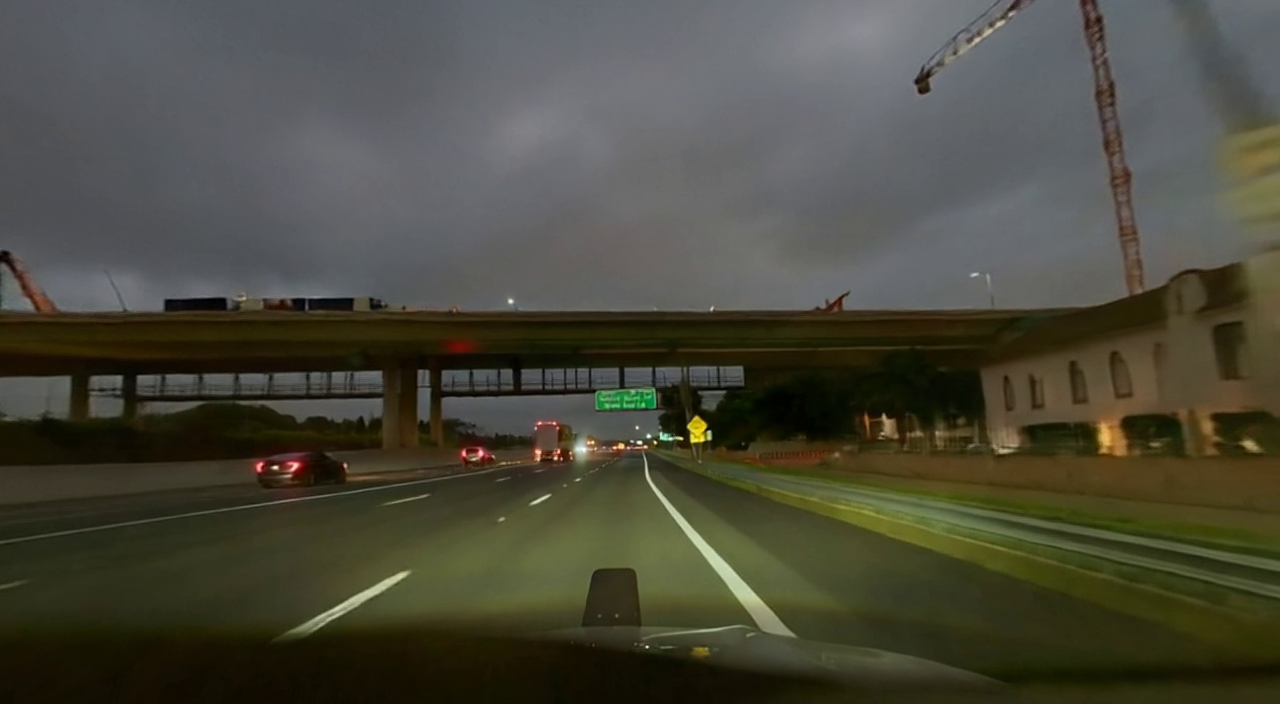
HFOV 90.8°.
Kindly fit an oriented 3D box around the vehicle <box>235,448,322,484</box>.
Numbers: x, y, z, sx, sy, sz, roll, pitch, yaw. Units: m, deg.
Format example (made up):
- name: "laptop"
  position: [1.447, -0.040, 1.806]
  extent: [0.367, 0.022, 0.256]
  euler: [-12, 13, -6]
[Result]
- name: "vehicle"
  position: [-19.161, 6.024, 33.760]
  extent: [1.932, 1.752, 4.541]
  euler: [0, -9, 0]
